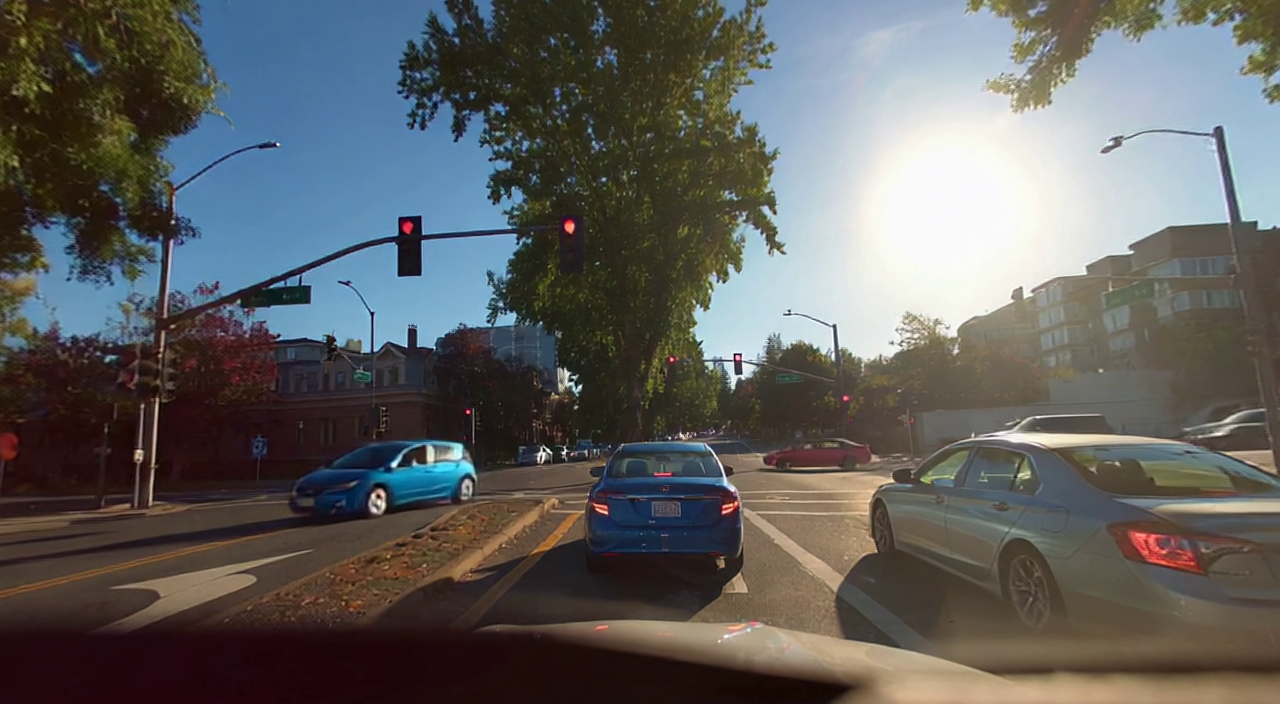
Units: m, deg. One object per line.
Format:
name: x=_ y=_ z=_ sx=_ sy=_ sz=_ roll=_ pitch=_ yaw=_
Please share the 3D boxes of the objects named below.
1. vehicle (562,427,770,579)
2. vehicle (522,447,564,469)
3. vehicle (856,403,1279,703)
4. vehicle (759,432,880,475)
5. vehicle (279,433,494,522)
vehicle: x=0.304 y=1.818 z=8.333 sx=2.090 sy=1.505 sz=3.756 roll=-1 pitch=-9 yaw=1
vehicle: x=-6.904 y=7.582 z=45.318 sx=2.093 sy=1.476 sz=4.278 roll=-1 pitch=-9 yaw=4
vehicle: x=3.664 y=1.343 z=5.445 sx=1.888 sy=1.486 sz=4.681 roll=0 pitch=-9 yaw=-1
vehicle: x=8.007 y=4.498 z=28.282 sx=4.789 sy=1.799 sz=1.988 roll=2 pitch=-9 yaw=-17
vehicle: x=-5.606 y=2.806 z=14.767 sx=1.996 sy=1.705 sz=4.577 roll=-4 pitch=-9 yaw=21
